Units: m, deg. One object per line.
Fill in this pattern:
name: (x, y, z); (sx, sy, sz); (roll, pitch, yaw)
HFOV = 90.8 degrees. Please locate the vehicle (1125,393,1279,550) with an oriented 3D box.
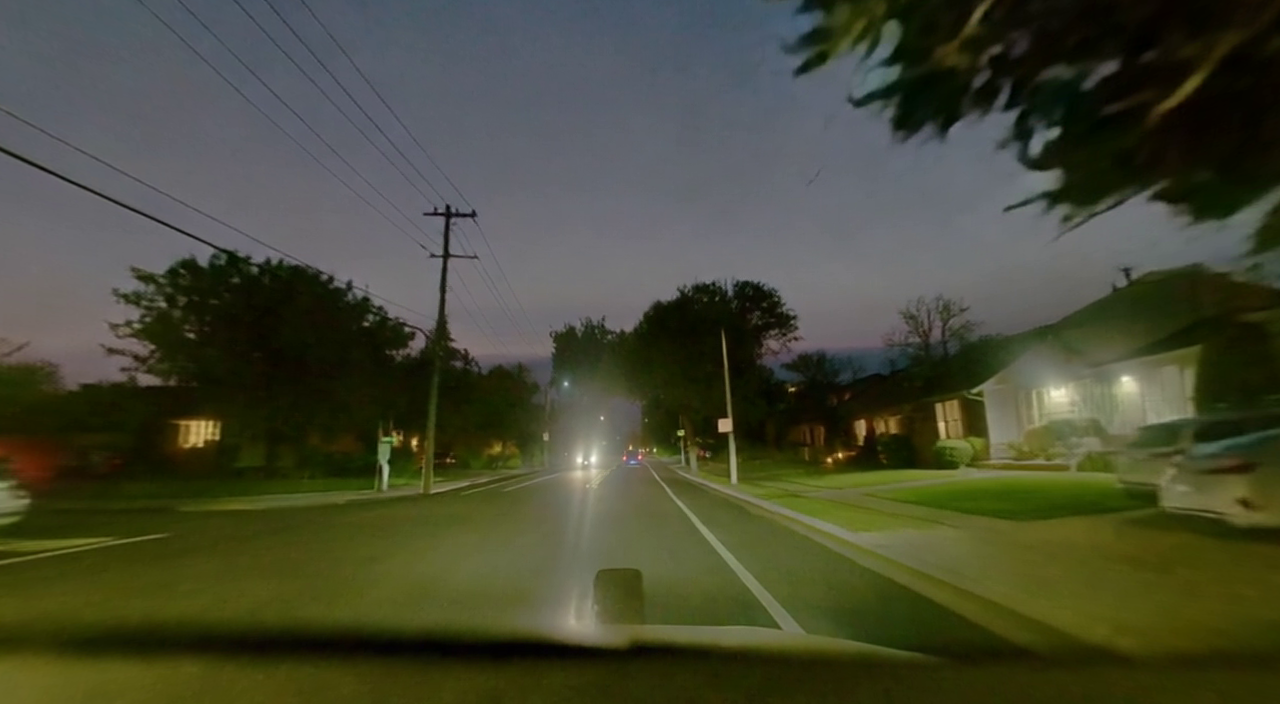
vehicle: (9.205, 1.383, 7.496); (4.953, 1.704, 1.952); (-2, -9, 13)

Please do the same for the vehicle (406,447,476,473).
vehicle: (-14.886, 8.101, 47.497); (4.662, 1.832, 2.063); (1, -9, -5)
